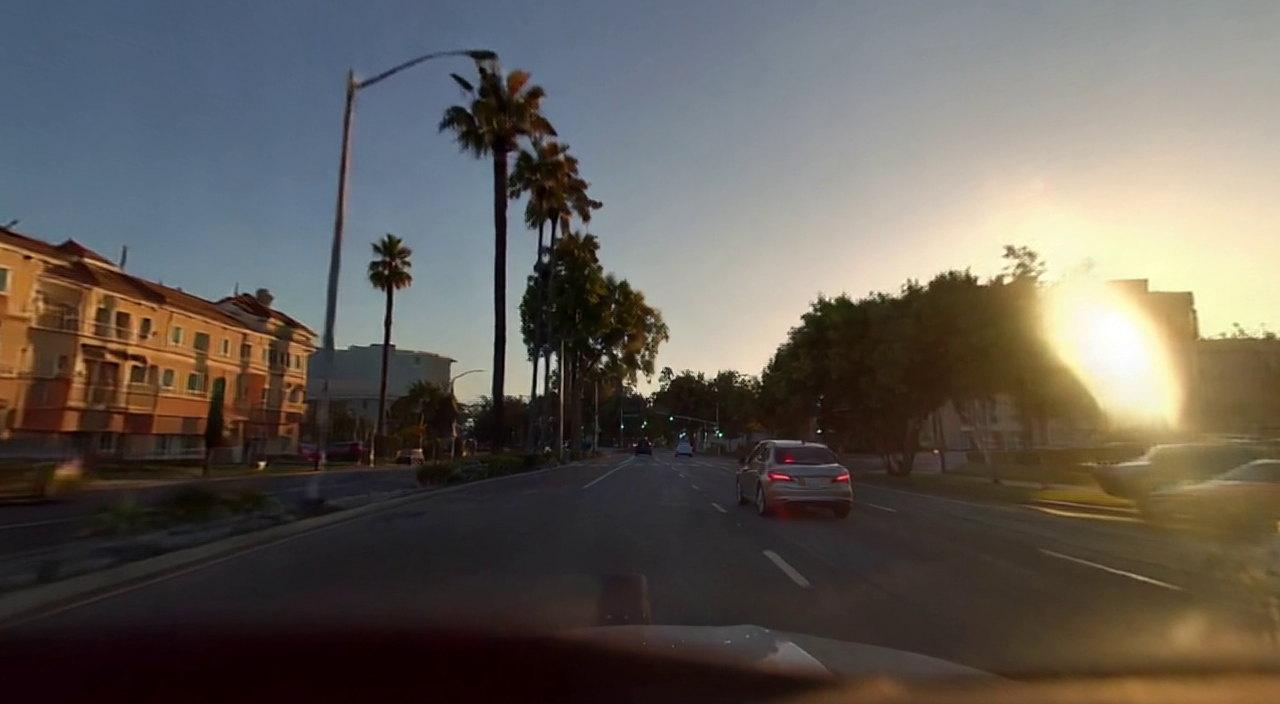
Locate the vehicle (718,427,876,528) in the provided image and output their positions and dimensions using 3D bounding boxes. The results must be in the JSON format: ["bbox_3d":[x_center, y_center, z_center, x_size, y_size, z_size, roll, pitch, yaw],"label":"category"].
[{"bbox_3d":[2.868,2.389,12.594,2.009,1.639,4.267,0,-8,-1],"label":"vehicle"}]

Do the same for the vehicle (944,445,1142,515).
[{"bbox_3d":[10.263,3.237,16.669,1.994,1.542,4.974,0,-8,0],"label":"vehicle"}]

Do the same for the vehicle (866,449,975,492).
[{"bbox_3d":[10.341,4.376,23.719,1.891,1.428,4.680,0,-8,-1],"label":"vehicle"}]

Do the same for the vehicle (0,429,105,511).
[{"bbox_3d":[-15.523,2.693,14.458,2.180,1.830,4.924,0,-8,-1],"label":"vehicle"}]

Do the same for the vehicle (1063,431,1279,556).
[{"bbox_3d":[10.083,2.339,11.133,1.982,1.766,4.555,0,-8,-1],"label":"vehicle"}]

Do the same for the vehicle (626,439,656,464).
[{"bbox_3d":[0.140,7.232,46.045,2.087,1.709,4.076,0,-8,1],"label":"vehicle"}]
